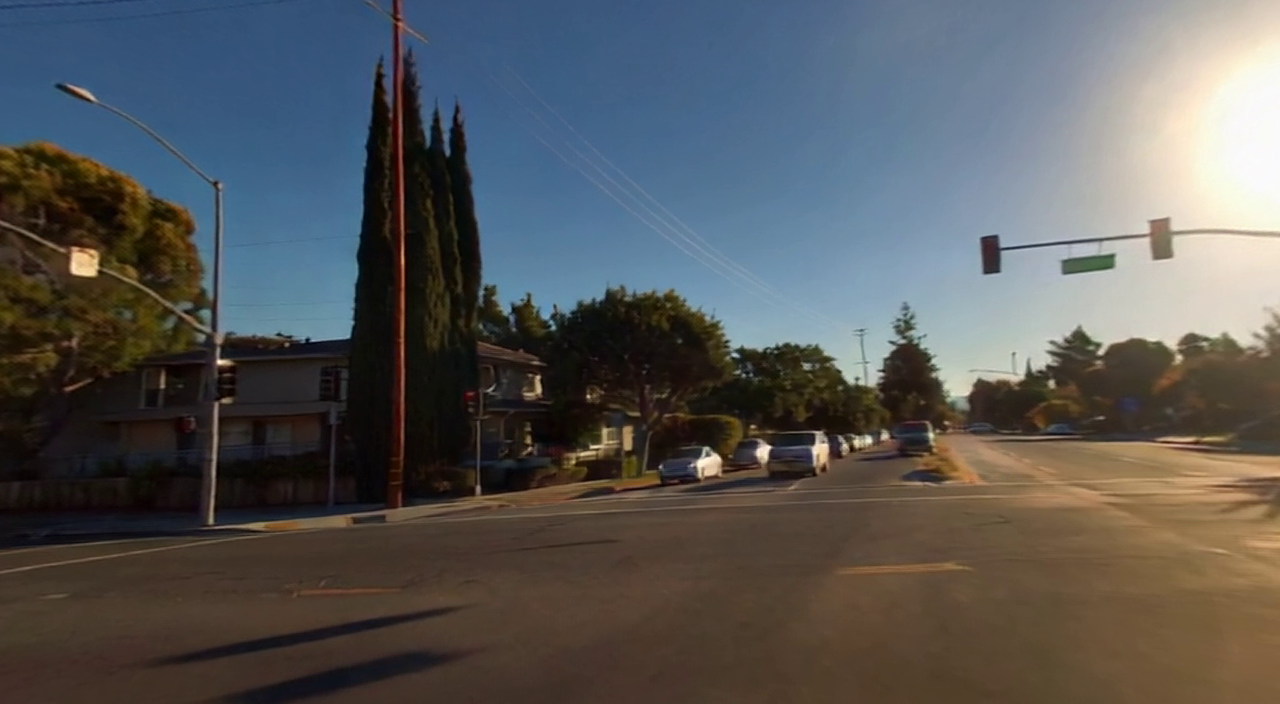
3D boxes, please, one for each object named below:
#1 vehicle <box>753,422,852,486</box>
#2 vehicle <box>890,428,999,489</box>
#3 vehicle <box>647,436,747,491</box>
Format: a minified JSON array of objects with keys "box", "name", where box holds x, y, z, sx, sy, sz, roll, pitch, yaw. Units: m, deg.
[{"box":[5.968,3.615,22.645,2.479,1.977,5.254,-4,-9,24],"name":"vehicle"},{"box":[8.479,2.998,18.069,2.174,1.477,4.805,-4,-9,19],"name":"vehicle"},{"box":[2.226,4.076,23.475,2.241,1.819,4.690,-4,-9,24],"name":"vehicle"}]
